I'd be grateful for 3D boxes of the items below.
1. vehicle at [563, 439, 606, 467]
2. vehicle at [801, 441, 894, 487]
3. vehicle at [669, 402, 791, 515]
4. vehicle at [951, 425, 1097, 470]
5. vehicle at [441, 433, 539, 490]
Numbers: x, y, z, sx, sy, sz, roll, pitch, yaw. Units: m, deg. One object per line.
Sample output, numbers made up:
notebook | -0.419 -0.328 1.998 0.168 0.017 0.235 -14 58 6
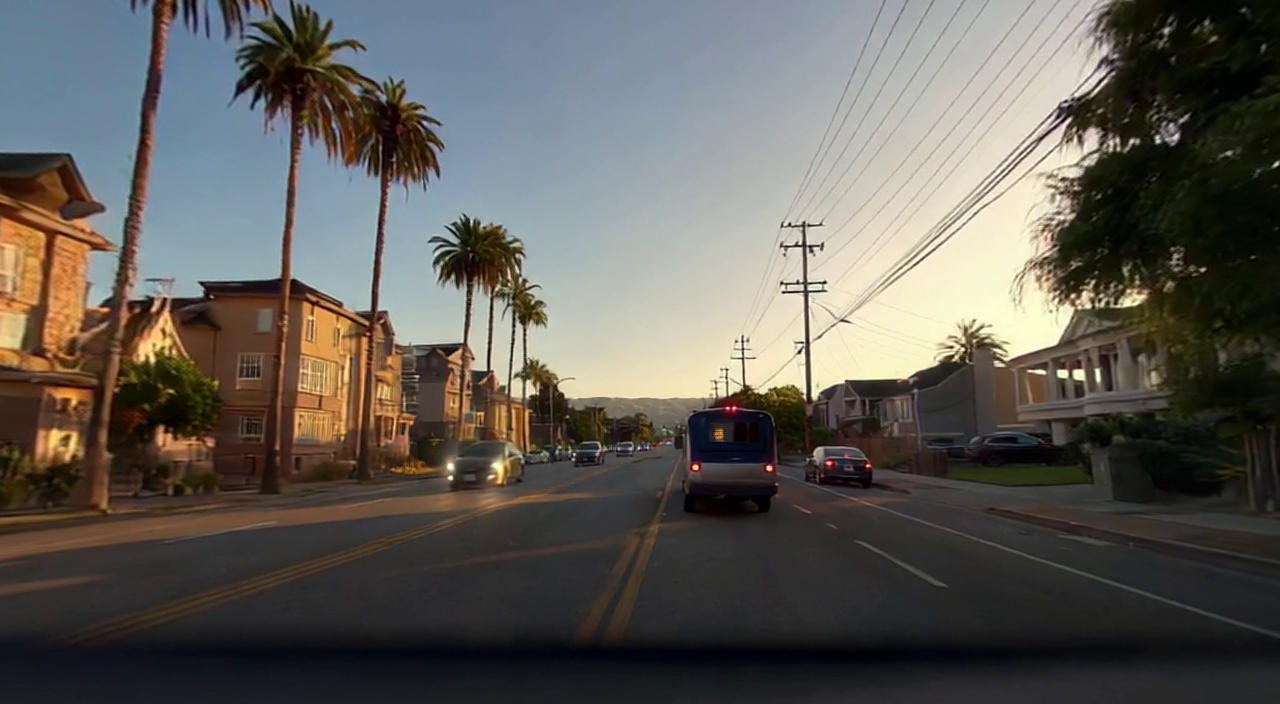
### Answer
vehicle | -3.378 6.196 38.886 1.965 1.653 4.251 -1 -8 4
vehicle | 7.157 3.894 22.268 2.022 1.456 4.246 -1 -8 3
vehicle | 1.774 2.268 13.792 2.168 2.040 4.527 -1 -8 3
vehicle | 16.541 4.113 27.425 4.749 1.699 2.311 -3 -6 5
vehicle | -4.905 3.637 21.320 1.948 1.706 4.407 -1 -8 4
